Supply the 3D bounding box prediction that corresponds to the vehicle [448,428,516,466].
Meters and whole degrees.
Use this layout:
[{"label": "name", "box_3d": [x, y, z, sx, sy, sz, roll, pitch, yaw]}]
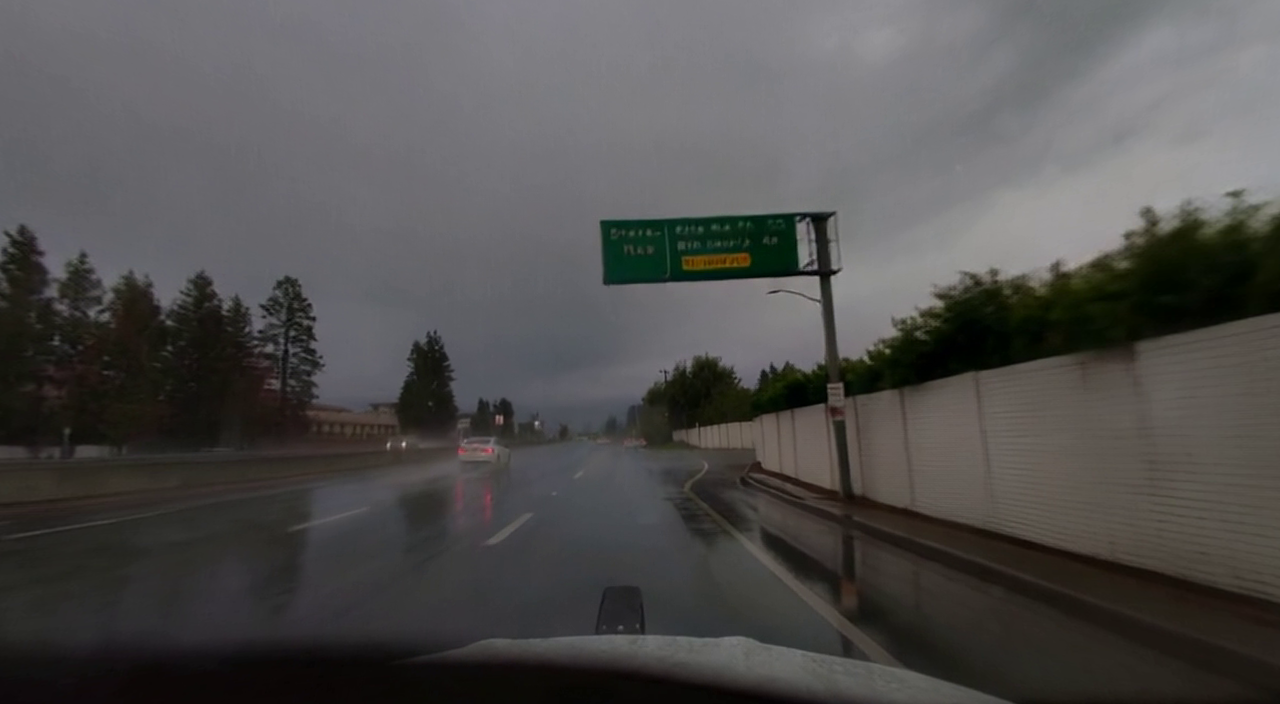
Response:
[{"label": "vehicle", "box_3d": [-7.688, 4.695, 31.307, 2.115, 1.711, 4.722, 0, -8, 0]}]
